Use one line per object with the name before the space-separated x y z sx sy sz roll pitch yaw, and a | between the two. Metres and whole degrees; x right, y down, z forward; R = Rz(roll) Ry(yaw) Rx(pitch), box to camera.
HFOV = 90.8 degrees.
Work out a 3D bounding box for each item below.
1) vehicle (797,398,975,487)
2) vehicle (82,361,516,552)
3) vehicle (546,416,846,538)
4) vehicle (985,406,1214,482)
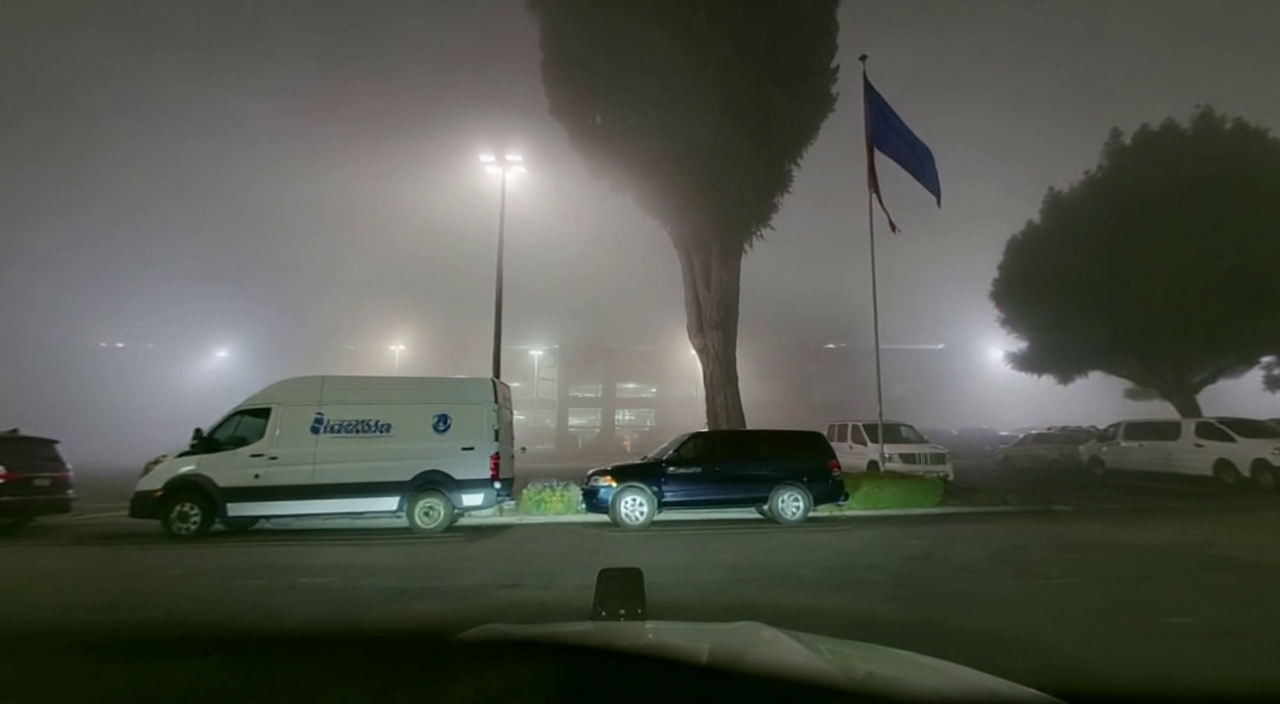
vehicle | 7.312 2.842 19.804 2.491 2.324 5.986 1 -8 -8
vehicle | -5.208 1.716 10.742 5.899 2.757 2.257 1 -9 -8
vehicle | 0.851 2.176 11.385 4.992 1.894 2.043 2 -8 -8
vehicle | 15.087 3.096 21.535 2.228 2.126 6.632 -1 -8 -7
